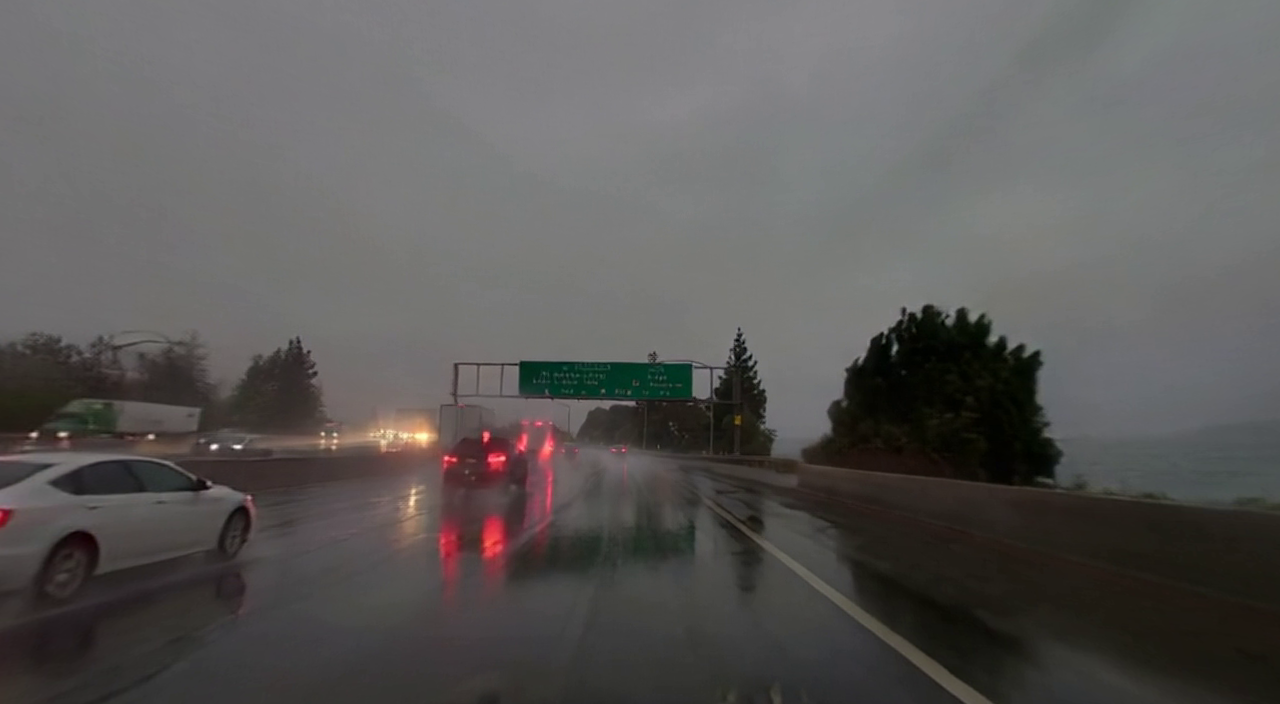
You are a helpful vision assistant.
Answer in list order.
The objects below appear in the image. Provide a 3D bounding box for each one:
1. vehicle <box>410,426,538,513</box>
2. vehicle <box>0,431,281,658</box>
[{"bbox_3d":[-3.888,2.838,15.867,2.093,1.785,5.303,0,-8,-4],"label":"vehicle"},{"bbox_3d":[-5.133,1.393,5.071,1.932,1.445,4.625,0,-8,-2],"label":"vehicle"}]
